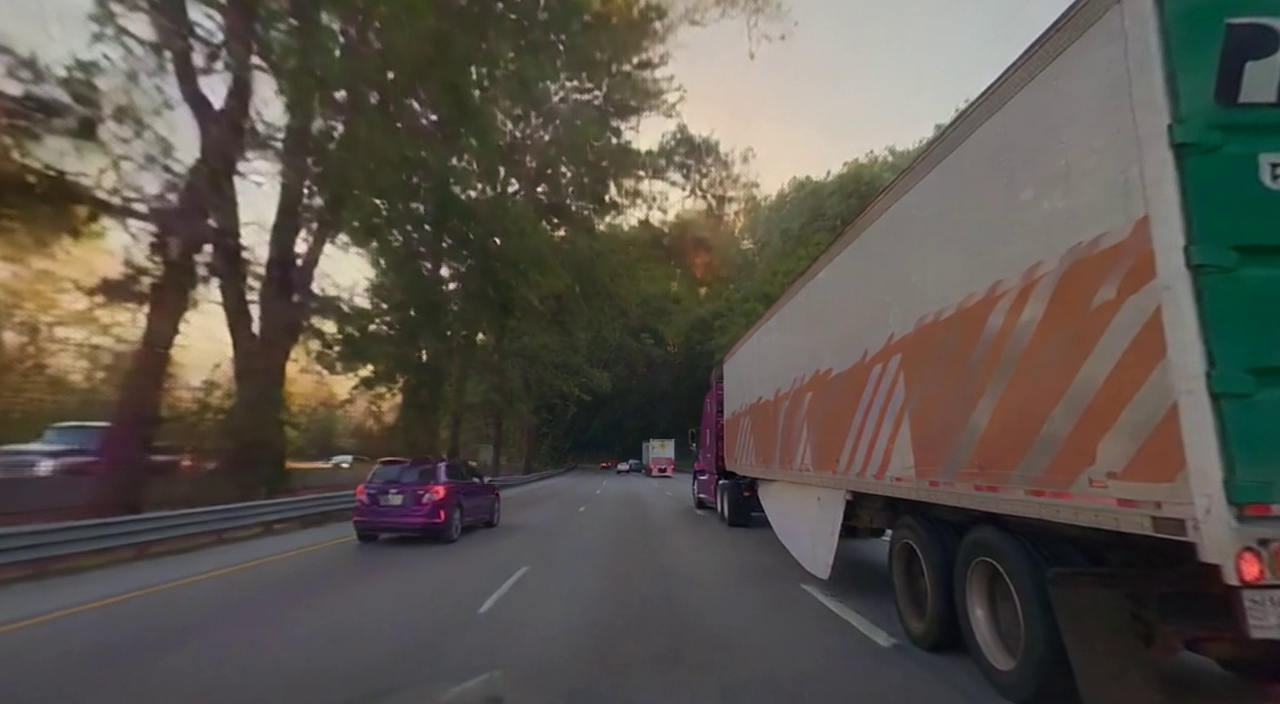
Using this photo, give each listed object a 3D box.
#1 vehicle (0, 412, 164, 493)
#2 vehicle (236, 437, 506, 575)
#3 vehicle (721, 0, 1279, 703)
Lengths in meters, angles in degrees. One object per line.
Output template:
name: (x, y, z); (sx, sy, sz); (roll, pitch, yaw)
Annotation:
vehicle: (-16.149, 2.800, 17.419); (2.114, 1.913, 4.865); (1, -10, 0)
vehicle: (-3.699, 2.262, 9.956); (2.010, 1.580, 4.949); (1, -10, 1)
vehicle: (3.604, 0.984, 9.341); (2.856, 4.040, 14.009); (1, -10, 0)
